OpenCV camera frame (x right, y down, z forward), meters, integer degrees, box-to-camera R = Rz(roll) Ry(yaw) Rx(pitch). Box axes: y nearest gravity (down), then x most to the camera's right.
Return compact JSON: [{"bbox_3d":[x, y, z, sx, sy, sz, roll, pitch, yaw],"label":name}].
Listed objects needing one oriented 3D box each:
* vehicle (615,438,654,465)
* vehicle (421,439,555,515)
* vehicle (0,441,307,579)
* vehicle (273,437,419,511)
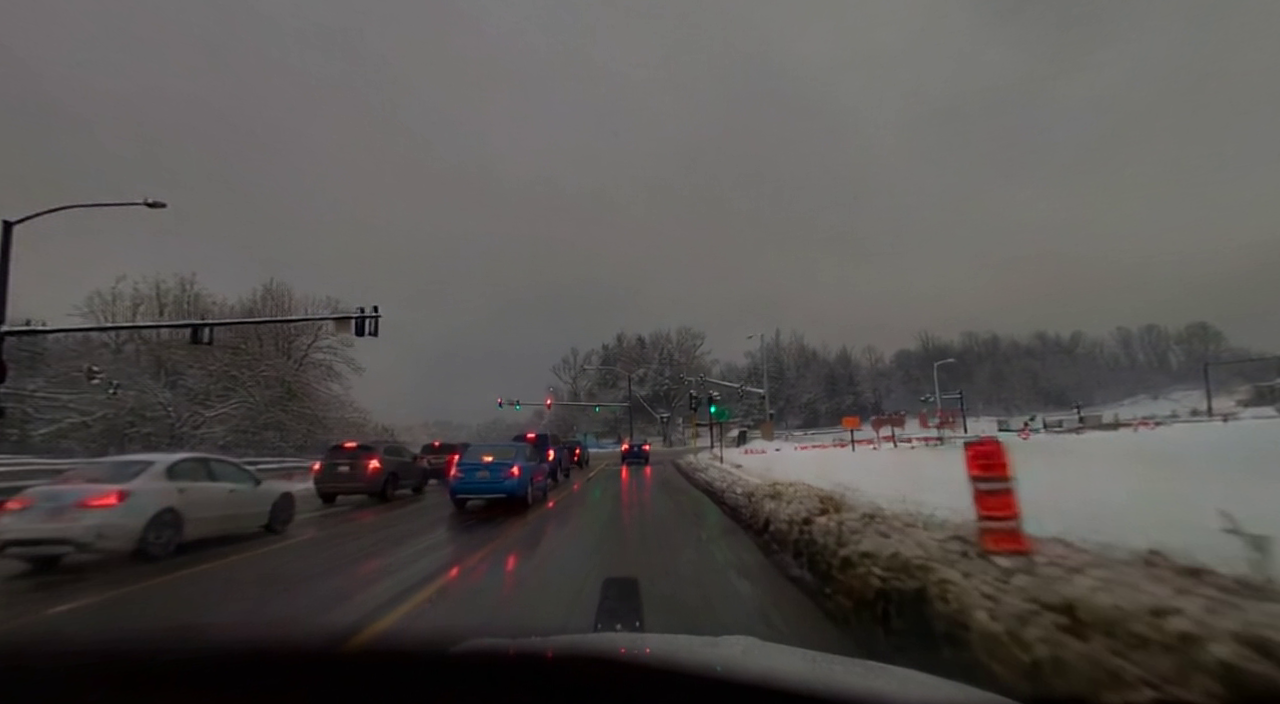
[{"bbox_3d":[-0.333,5.967,37.809,2.183,1.506,4.286,0,-9,0],"label":"vehicle"},{"bbox_3d":[-3.279,2.783,14.562,2.042,1.441,4.172,-1,-9,0],"label":"vehicle"},{"bbox_3d":[-7.086,2.180,9.521,1.900,1.507,4.285,-3,-9,-1],"label":"vehicle"},{"bbox_3d":[-7.944,3.305,17.645,1.949,1.697,4.406,-3,-9,0],"label":"vehicle"}]
